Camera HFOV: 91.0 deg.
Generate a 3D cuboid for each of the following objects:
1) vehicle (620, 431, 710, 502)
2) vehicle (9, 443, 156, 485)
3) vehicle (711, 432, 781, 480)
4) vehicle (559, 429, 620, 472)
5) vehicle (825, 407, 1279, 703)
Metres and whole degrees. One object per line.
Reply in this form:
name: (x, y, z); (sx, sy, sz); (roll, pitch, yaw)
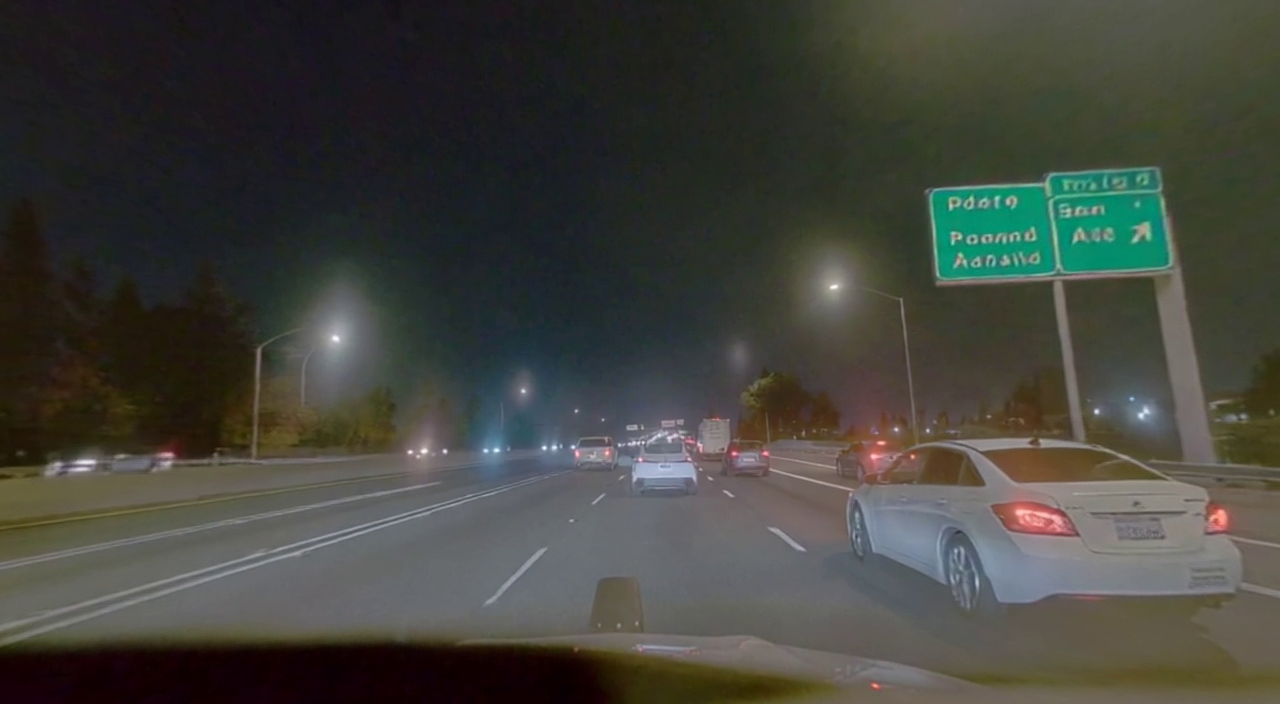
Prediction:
vehicle: (0.645, 2.944, 16.485); (2.074, 1.614, 3.803); (0, -9, 2)
vehicle: (-22.793, 4.571, 26.021); (1.886, 1.571, 4.375); (0, -9, 3)
vehicle: (4.000, 4.021, 24.473); (2.076, 1.684, 4.241); (0, -9, 1)
vehicle: (-2.420, 5.008, 31.980); (2.434, 1.965, 5.305); (0, -9, 3)
vehicle: (3.183, 1.342, 5.068); (2.009, 1.489, 4.559); (0, -9, 0)
